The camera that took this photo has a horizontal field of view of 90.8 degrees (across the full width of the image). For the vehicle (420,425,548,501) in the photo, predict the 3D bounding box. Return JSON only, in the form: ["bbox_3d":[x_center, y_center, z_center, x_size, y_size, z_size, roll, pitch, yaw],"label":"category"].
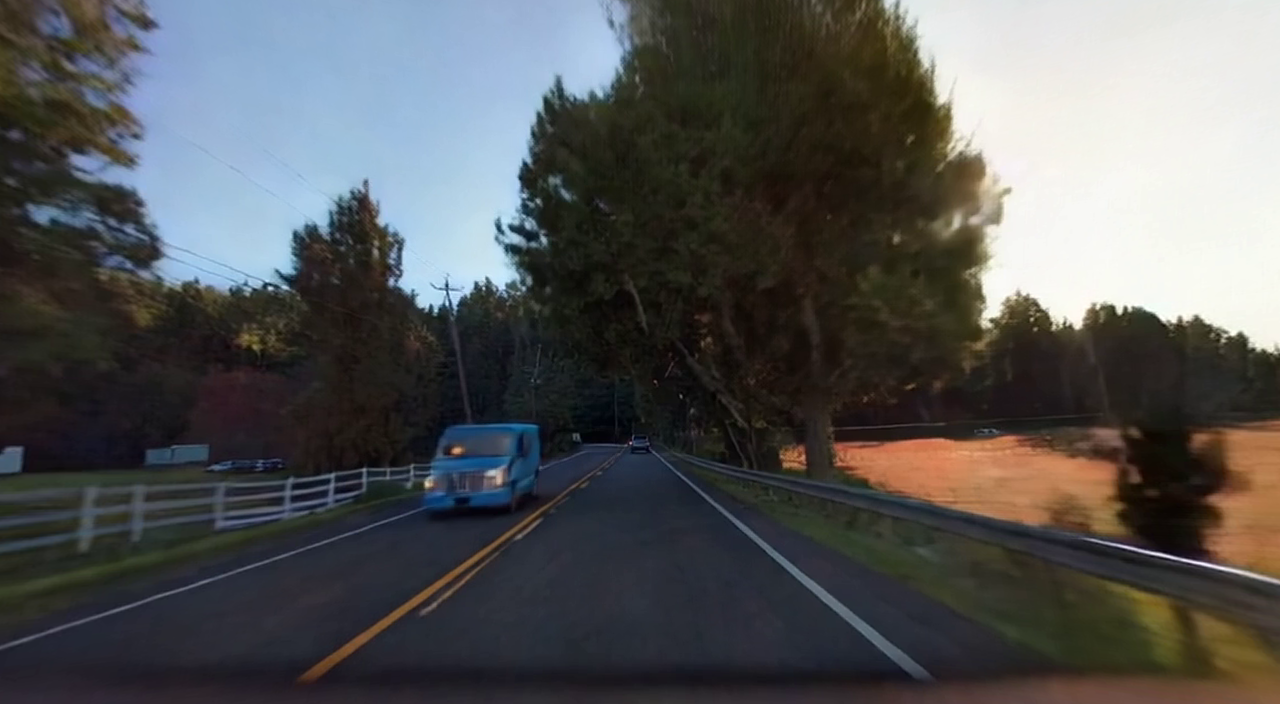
[{"bbox_3d":[-3.859,2.858,16.599,2.217,1.704,4.418,0,-8,0],"label":"vehicle"}]
